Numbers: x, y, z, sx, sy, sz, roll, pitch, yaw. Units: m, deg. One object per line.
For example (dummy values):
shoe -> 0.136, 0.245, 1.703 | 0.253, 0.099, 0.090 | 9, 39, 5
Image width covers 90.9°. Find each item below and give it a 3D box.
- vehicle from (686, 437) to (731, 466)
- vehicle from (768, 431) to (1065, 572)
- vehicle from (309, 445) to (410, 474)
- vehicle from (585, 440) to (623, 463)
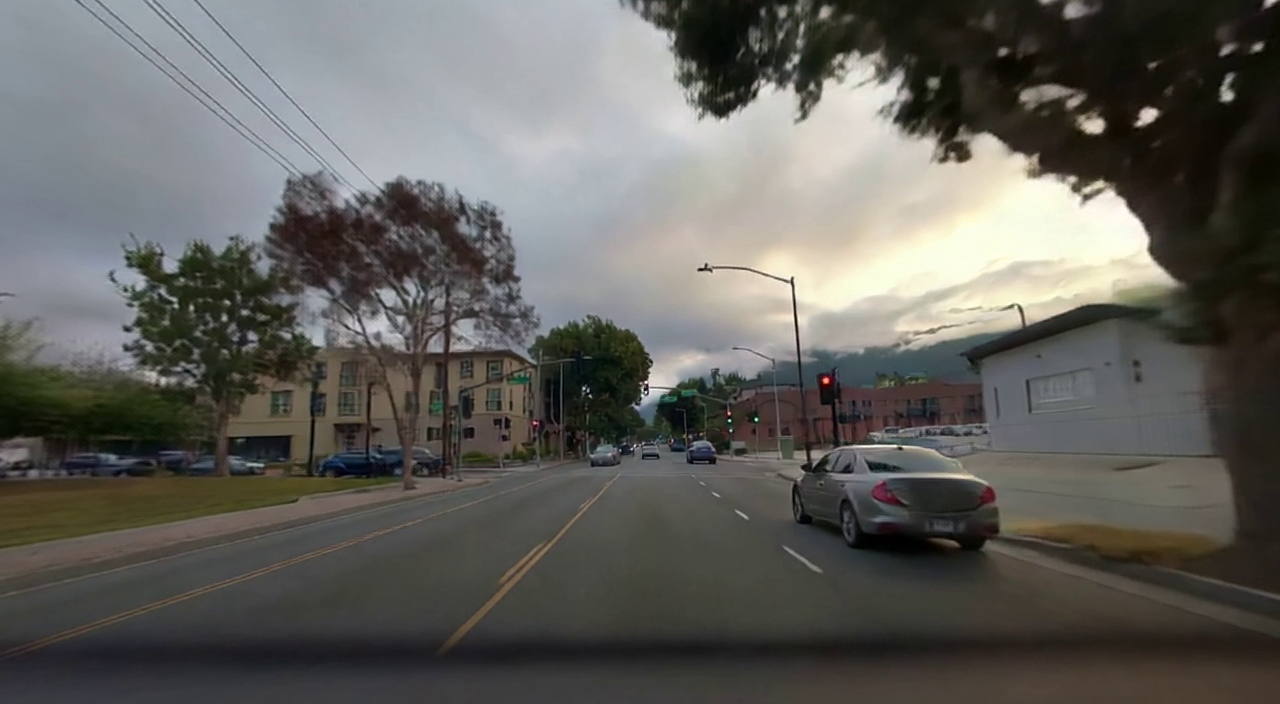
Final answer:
vehicle -> 3.875, 5.783, 36.562 | 2.035, 1.564, 4.719 | 0, -9, -1
vehicle -> 3.428, 1.963, 9.143 | 2.072, 1.471, 4.834 | 0, -9, -1
vehicle -> -17.601, 6.748, 39.745 | 5.361, 1.767, 2.179 | -1, -9, 5
vehicle -> -2.701, 7.711, 48.936 | 2.519, 1.689, 5.200 | 0, -9, 1
